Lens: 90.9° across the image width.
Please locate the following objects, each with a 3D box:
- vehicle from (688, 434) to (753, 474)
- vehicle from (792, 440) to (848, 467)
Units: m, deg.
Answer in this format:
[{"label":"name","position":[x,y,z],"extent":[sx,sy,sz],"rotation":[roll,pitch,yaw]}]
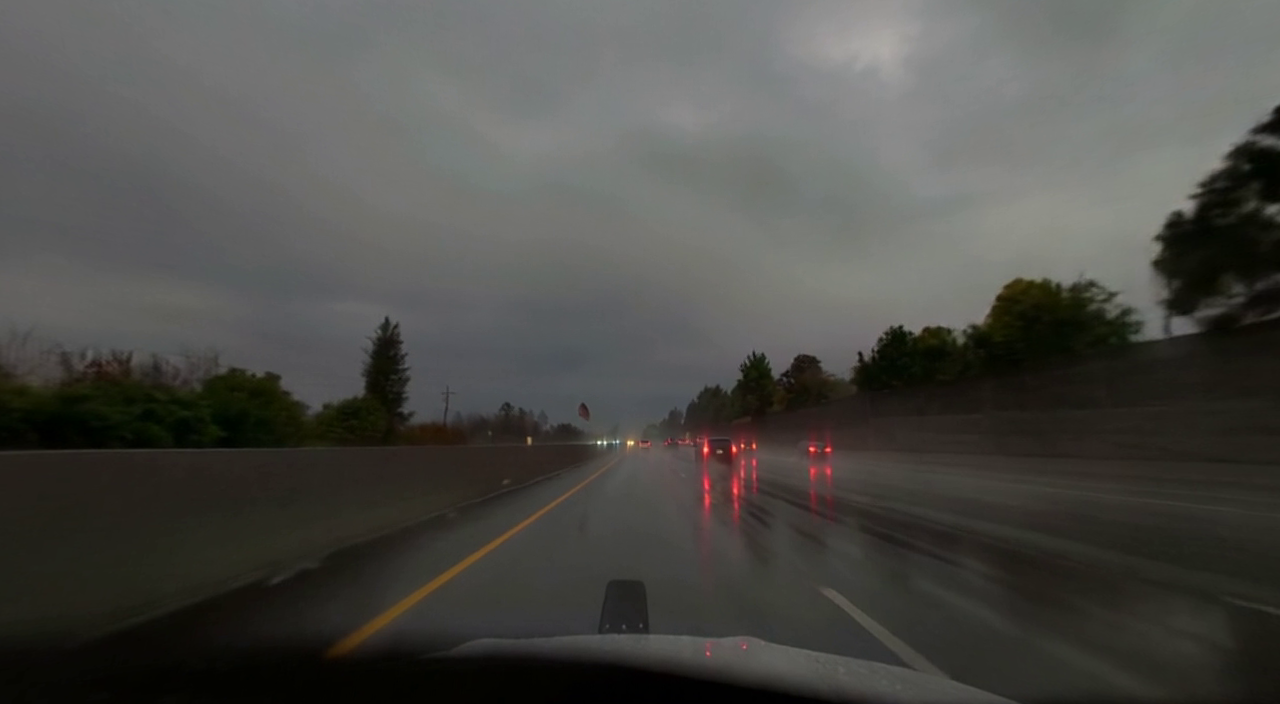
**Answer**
[{"label":"vehicle","position":[3.478,4.545,28.190],"extent":[2.326,1.644,4.206],"rotation":[0,-8,-1]},{"label":"vehicle","position":[10.401,5.892,36.791],"extent":[1.970,1.479,4.480],"rotation":[0,-8,0]}]
